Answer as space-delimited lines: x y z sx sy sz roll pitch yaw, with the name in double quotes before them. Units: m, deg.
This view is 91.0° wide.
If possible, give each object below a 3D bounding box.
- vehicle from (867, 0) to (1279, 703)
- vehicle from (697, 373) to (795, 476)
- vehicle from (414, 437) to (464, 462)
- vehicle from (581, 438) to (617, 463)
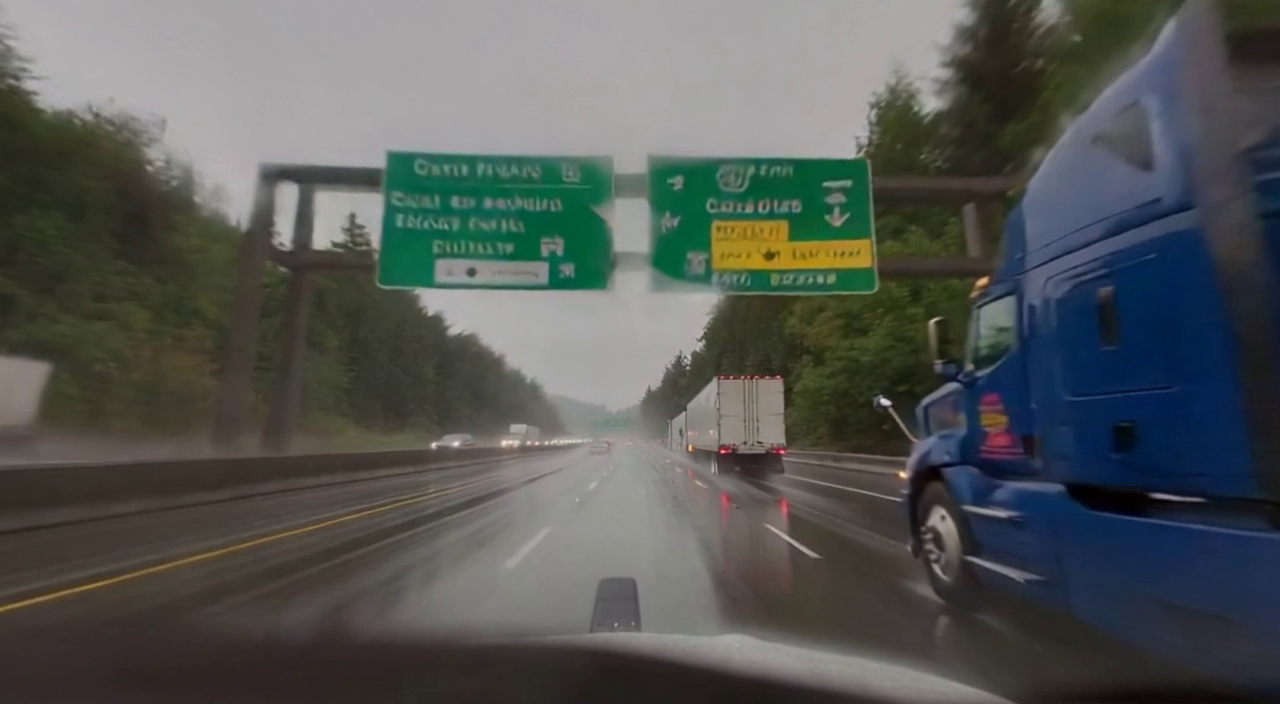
"vehicle" 3.694 -0.408 3.566 2.937 4.134 4.689 -1 -7 1
"vehicle" 4.556 3.413 29.264 3.085 4.062 8.965 0 -7 1
"vehicle" -12.484 6.083 39.294 1.834 1.441 3.603 -1 -8 1
"vehicle" -2.865 6.966 44.705 2.206 1.644 4.027 -1 -8 1
